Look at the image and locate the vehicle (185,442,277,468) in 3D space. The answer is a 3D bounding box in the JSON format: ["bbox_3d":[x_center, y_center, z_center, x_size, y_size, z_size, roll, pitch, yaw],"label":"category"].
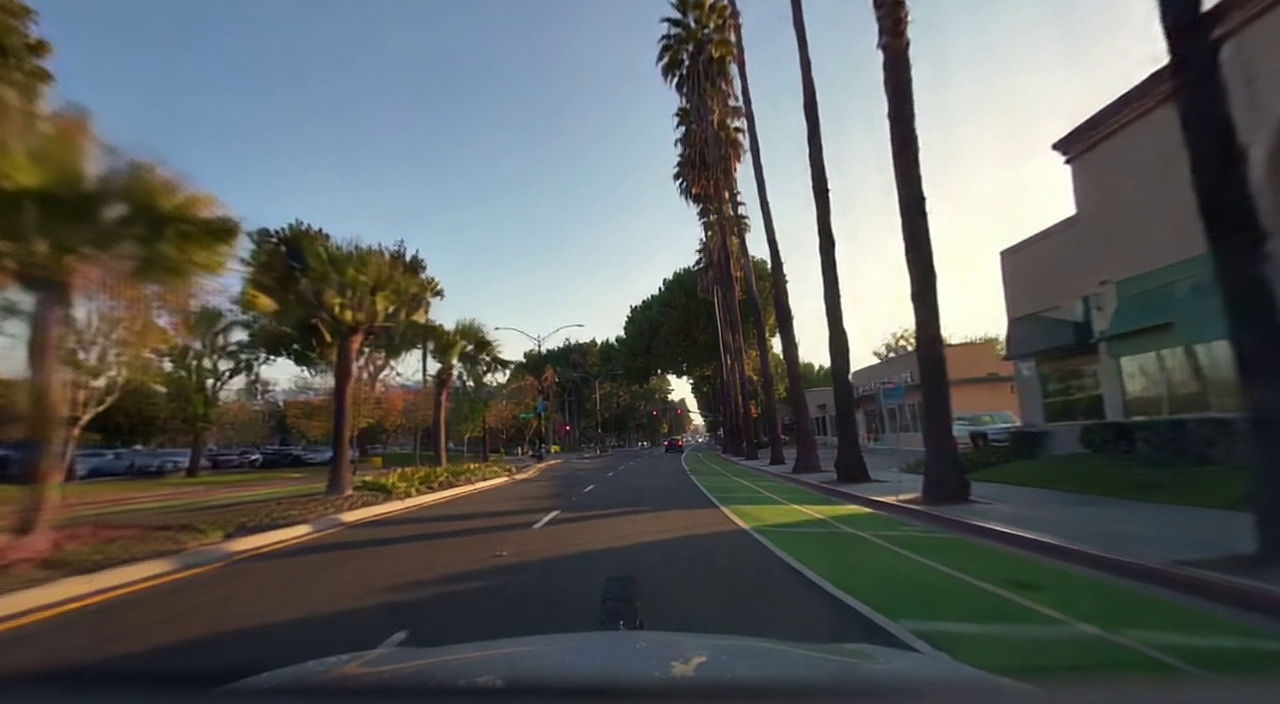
[{"bbox_3d":[-29.964,7.556,46.354,5.174,1.778,2.292,-1,-8,3],"label":"vehicle"}]

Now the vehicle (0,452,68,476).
[{"bbox_3d":[-45.086,8.265,46.772,1.632,1.453,3.707,-6,-8,12],"label":"vehicle"}]

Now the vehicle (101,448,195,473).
[{"bbox_3d":[-29.961,6.578,38.487,4.479,1.465,1.772,-1,-8,8],"label":"vehicle"}]
